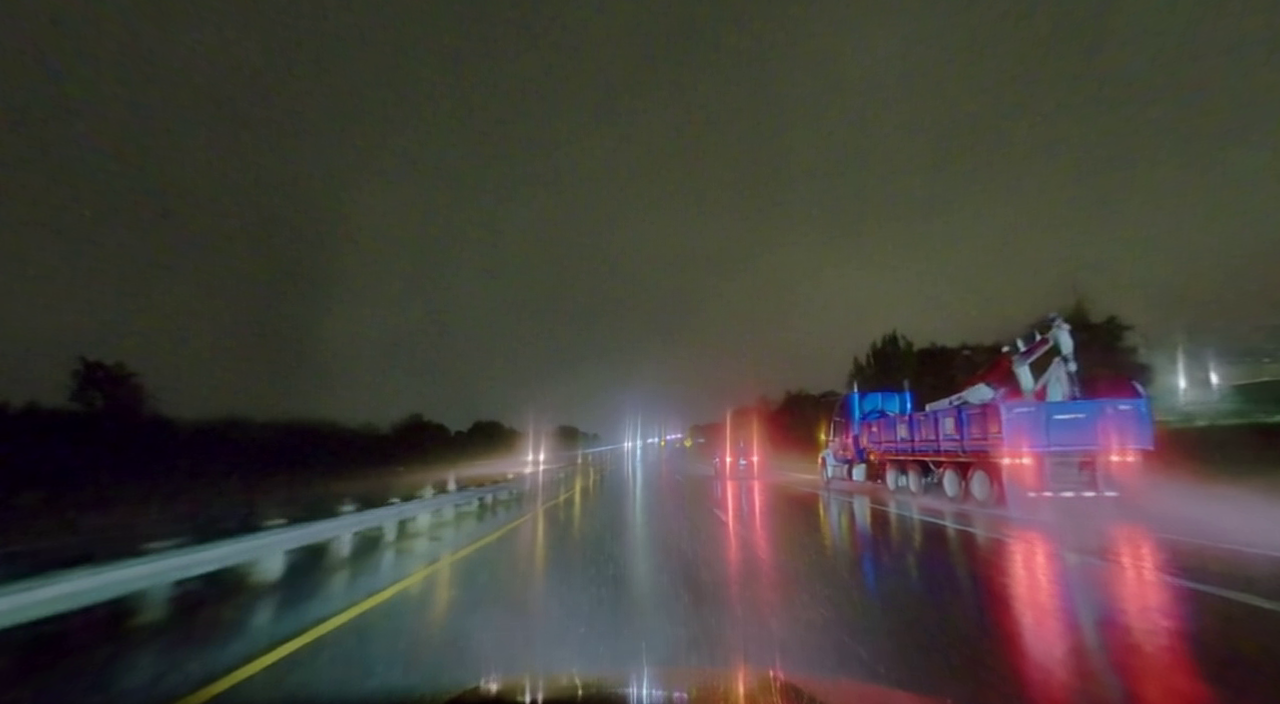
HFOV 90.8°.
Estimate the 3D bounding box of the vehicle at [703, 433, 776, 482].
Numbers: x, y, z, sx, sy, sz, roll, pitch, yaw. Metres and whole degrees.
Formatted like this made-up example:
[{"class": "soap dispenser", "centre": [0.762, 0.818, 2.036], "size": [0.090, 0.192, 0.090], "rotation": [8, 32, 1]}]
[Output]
[{"class": "vehicle", "centre": [4.373, 4.798, 28.809], "size": [2.309, 2.003, 5.139], "rotation": [0, -9, -2]}]
